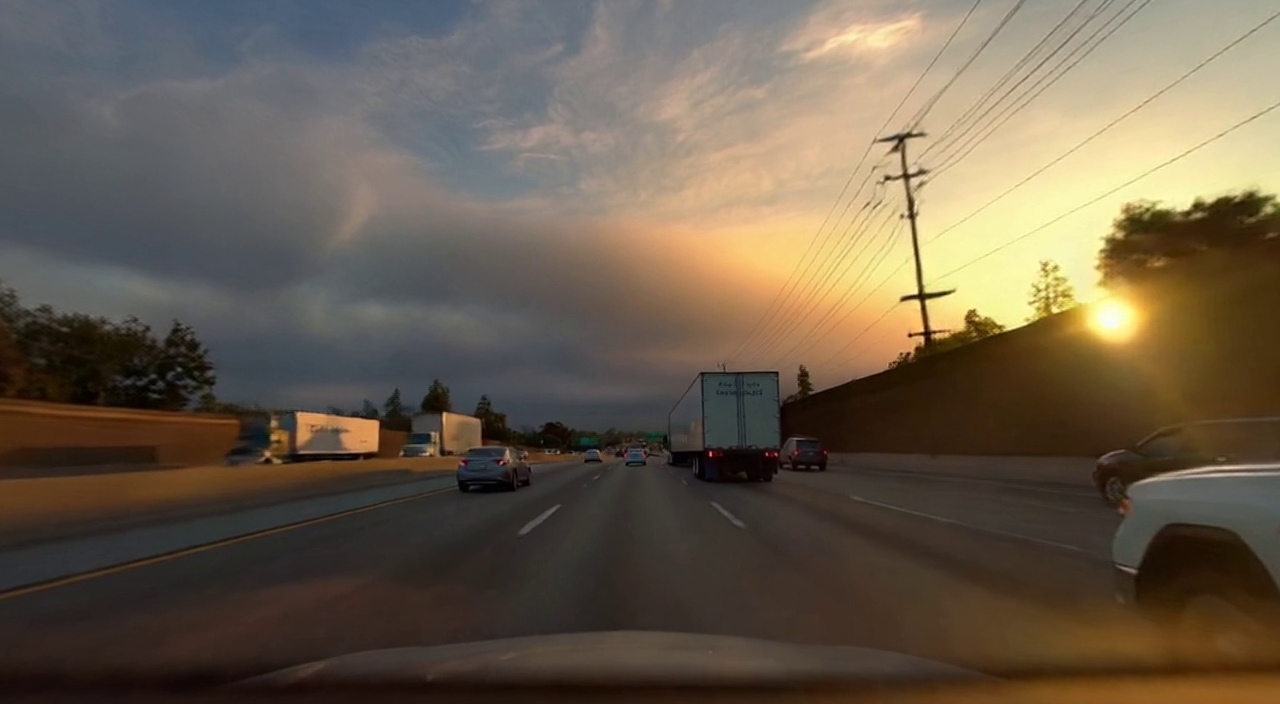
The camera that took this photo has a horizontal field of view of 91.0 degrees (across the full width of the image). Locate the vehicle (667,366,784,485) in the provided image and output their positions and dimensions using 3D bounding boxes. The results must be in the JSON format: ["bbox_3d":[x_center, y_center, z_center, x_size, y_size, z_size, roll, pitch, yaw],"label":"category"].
[{"bbox_3d":[3.261,3.722,29.797,2.907,4.109,16.177,0,-9,-1],"label":"vehicle"}]

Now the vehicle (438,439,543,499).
[{"bbox_3d":[-4.088,3.243,17.907,1.968,1.507,3.829,0,-8,1],"label":"vehicle"}]

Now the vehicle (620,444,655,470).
[{"bbox_3d":[-0.120,6.539,39.459,2.047,1.485,3.938,0,-8,1],"label":"vehicle"}]

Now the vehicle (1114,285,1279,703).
[{"bbox_3d":[3.285,0.441,0.333,2.132,1.869,4.978,0,-8,0],"label":"vehicle"}]

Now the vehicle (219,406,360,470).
[{"bbox_3d":[-22.207,5.655,40.948,2.938,3.573,10.673,0,-8,0],"label":"vehicle"}]

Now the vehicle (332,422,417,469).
[{"bbox_3d":[-18.566,6.610,44.590,2.762,3.012,7.272,0,-8,0],"label":"vehicle"}]

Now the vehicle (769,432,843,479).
[{"bbox_3d":[7.411,4.662,28.600,2.079,1.938,4.630,0,-8,0],"label":"vehicle"}]

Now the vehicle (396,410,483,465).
[{"bbox_3d":[-14.854,6.525,47.762,3.017,3.713,10.643,0,-8,0],"label":"vehicle"}]
